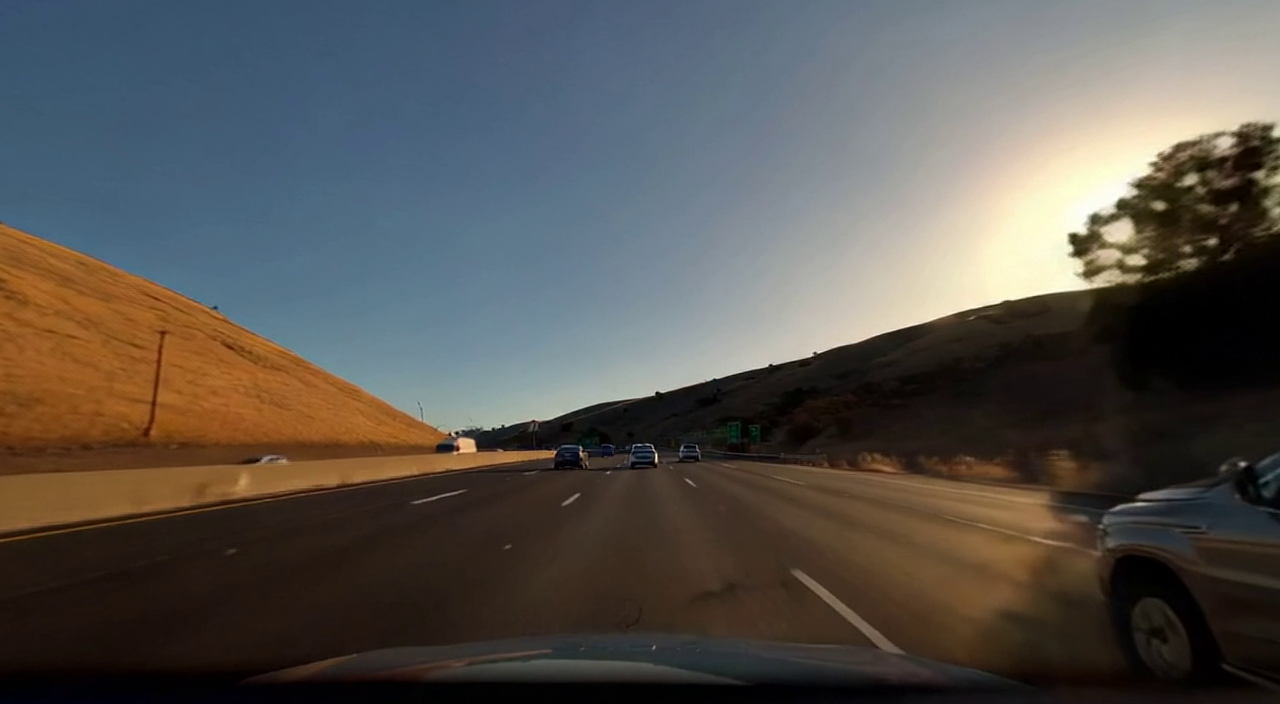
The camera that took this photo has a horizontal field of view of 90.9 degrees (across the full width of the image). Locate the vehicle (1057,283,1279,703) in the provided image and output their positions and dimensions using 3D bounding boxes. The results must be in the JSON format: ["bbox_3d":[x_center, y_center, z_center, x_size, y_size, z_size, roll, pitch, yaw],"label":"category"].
[{"bbox_3d":[4.134,0.468,1.201,2.700,1.980,5.866,0,-8,1],"label":"vehicle"}]

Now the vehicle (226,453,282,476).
[{"bbox_3d":[-23.522,6.864,38.534,1.398,1.273,3.142,0,-8,1],"label":"vehicle"}]

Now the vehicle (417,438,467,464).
[{"bbox_3d":[-12.260,6.165,39.326,1.817,1.525,3.880,0,-8,1],"label":"vehicle"}]

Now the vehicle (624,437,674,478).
[{"bbox_3d":[0.390,4.707,28.417,2.086,1.685,4.206,0,-8,0],"label":"vehicle"}]

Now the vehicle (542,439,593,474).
[{"bbox_3d":[-3.639,5.343,32.425,2.076,1.690,4.113,0,-8,1],"label":"vehicle"}]
